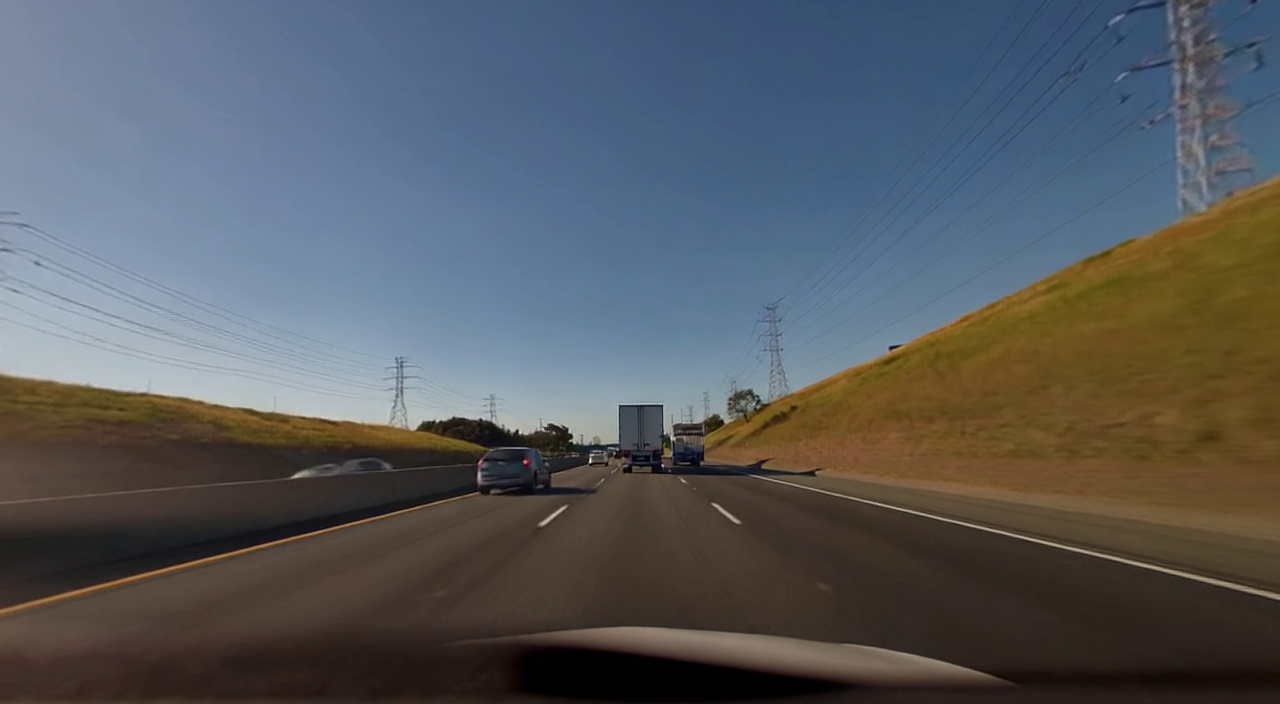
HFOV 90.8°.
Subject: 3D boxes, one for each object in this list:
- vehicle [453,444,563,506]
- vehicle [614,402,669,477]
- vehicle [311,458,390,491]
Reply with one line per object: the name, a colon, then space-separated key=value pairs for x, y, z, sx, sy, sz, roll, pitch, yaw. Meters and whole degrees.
vehicle: x=-3.615 y=3.479 z=18.309 sx=2.128 sy=1.533 sz=4.694 roll=0 pitch=-9 yaw=1
vehicle: x=0.149 y=5.581 z=39.598 sx=2.985 sy=4.025 sz=10.982 roll=0 pitch=-9 yaw=1
vehicle: x=-14.367 y=6.075 z=31.578 sx=1.931 sy=1.464 sz=4.412 roll=0 pitch=-9 yaw=-1
